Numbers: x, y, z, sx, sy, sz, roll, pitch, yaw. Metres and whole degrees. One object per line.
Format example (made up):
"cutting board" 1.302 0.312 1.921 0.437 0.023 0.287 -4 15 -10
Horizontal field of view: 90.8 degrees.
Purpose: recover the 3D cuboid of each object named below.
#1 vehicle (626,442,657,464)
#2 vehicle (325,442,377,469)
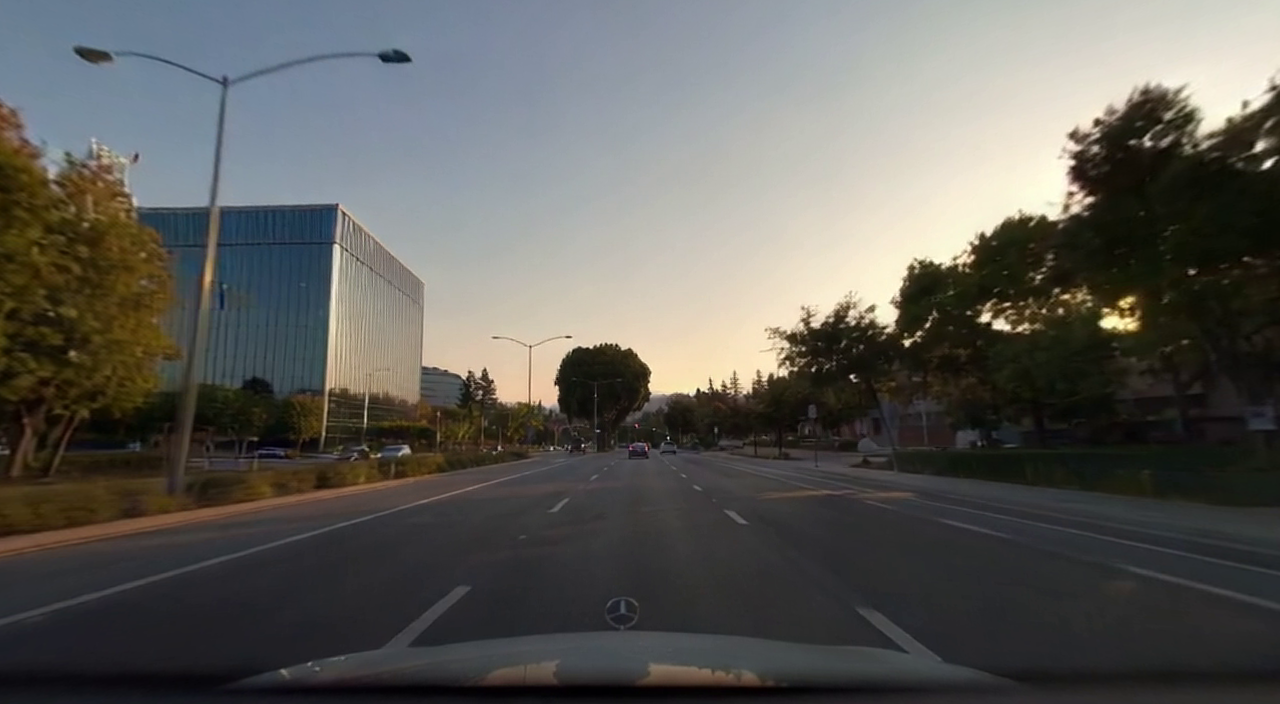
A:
"vehicle" 0.071 6.884 43.305 2.080 1.445 4.096 0 -8 -1
"vehicle" -21.713 7.772 47.703 2.308 1.840 5.236 1 -8 -10
